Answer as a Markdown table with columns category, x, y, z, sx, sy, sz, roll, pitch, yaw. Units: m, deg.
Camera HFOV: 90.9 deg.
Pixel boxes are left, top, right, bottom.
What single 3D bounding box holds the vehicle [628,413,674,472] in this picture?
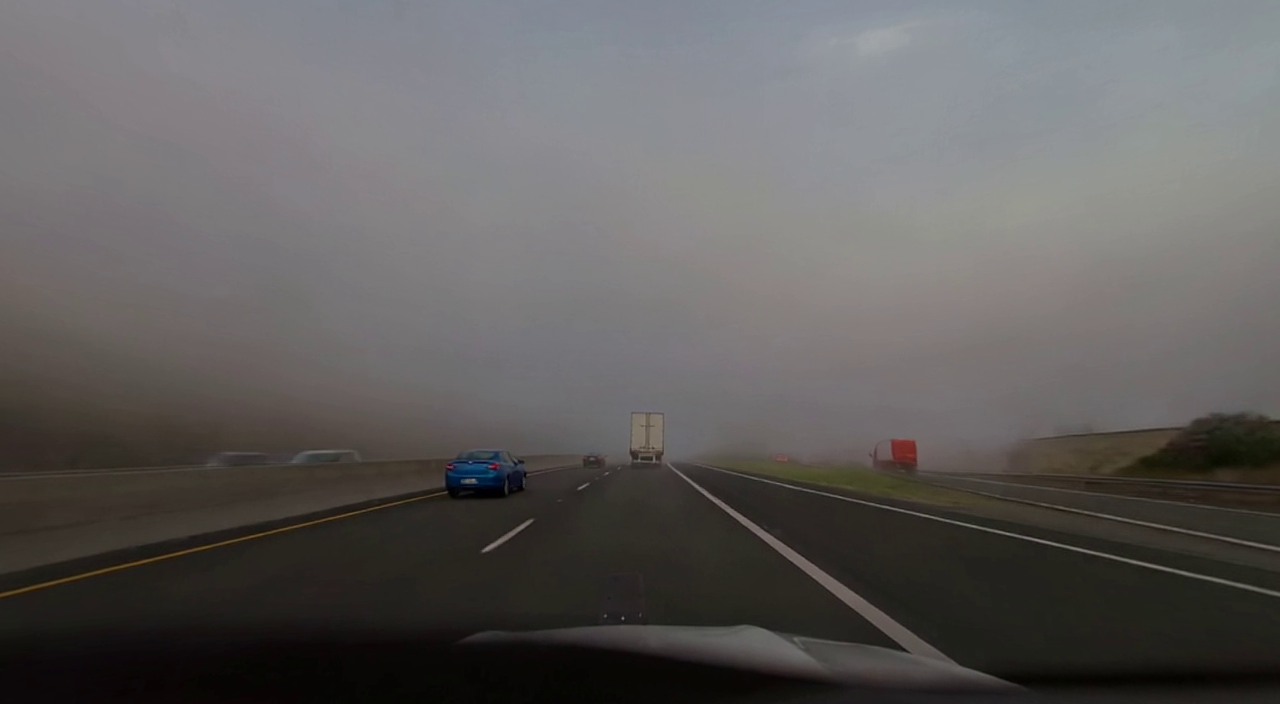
| category | x | y | z | sx | sy | sz | roll | pitch | yaw |
| --- | --- | --- | --- | --- | --- | --- | --- | --- | --- |
| vehicle | 0.744 | 6.347 | 43.885 | 2.893 | 3.628 | 9.081 | 0 | -9 | 1 |

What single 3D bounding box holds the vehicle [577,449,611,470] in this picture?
| category | x | y | z | sx | sy | sz | roll | pitch | yaw |
| --- | --- | --- | --- | --- | --- | --- | --- | --- | --- |
| vehicle | -3.296 | 7.785 | 45.929 | 1.981 | 1.435 | 4.199 | 0 | -9 | 2 |

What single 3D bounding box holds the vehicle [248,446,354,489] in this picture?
| category | x | y | z | sx | sy | sz | roll | pitch | yaw |
| --- | --- | --- | --- | --- | --- | --- | --- | --- | --- |
| vehicle | -12.262 | 4.185 | 23.084 | 1.741 | 1.429 | 3.684 | 0 | -9 | 2 |

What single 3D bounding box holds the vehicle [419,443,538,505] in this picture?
| category | x | y | z | sx | sy | sz | roll | pitch | yaw |
| --- | --- | --- | --- | --- | --- | --- | --- | --- | --- |
| vehicle | -4.198 | 3.244 | 17.205 | 2.010 | 1.461 | 4.391 | 0 | -9 | 1 |

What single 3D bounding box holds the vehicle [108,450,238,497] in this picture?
| category | x | y | z | sx | sy | sz | roll | pitch | yaw |
| --- | --- | --- | --- | --- | --- | --- | --- | --- | --- |
| vehicle | -16.000 | 4.136 | 21.844 | 1.675 | 1.459 | 3.560 | 0 | -9 | 1 |
